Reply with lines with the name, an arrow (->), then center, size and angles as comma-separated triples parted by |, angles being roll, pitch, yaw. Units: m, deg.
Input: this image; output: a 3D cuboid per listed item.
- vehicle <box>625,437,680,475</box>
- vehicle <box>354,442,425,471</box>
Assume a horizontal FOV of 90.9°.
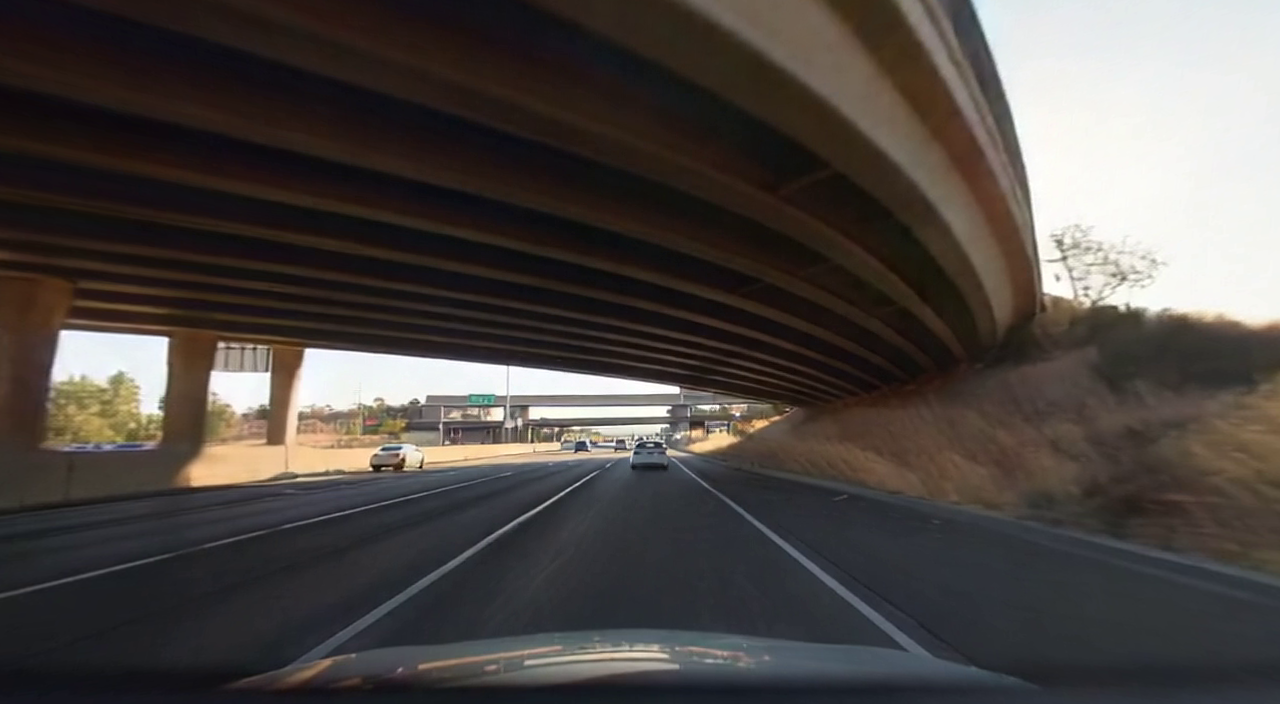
vehicle -> 0.488, 4.366, 26.685 | 2.145, 1.493, 4.146 | 0, -8, 0
vehicle -> -14.053, 5.883, 35.752 | 1.960, 1.505, 4.854 | 0, -8, 1
